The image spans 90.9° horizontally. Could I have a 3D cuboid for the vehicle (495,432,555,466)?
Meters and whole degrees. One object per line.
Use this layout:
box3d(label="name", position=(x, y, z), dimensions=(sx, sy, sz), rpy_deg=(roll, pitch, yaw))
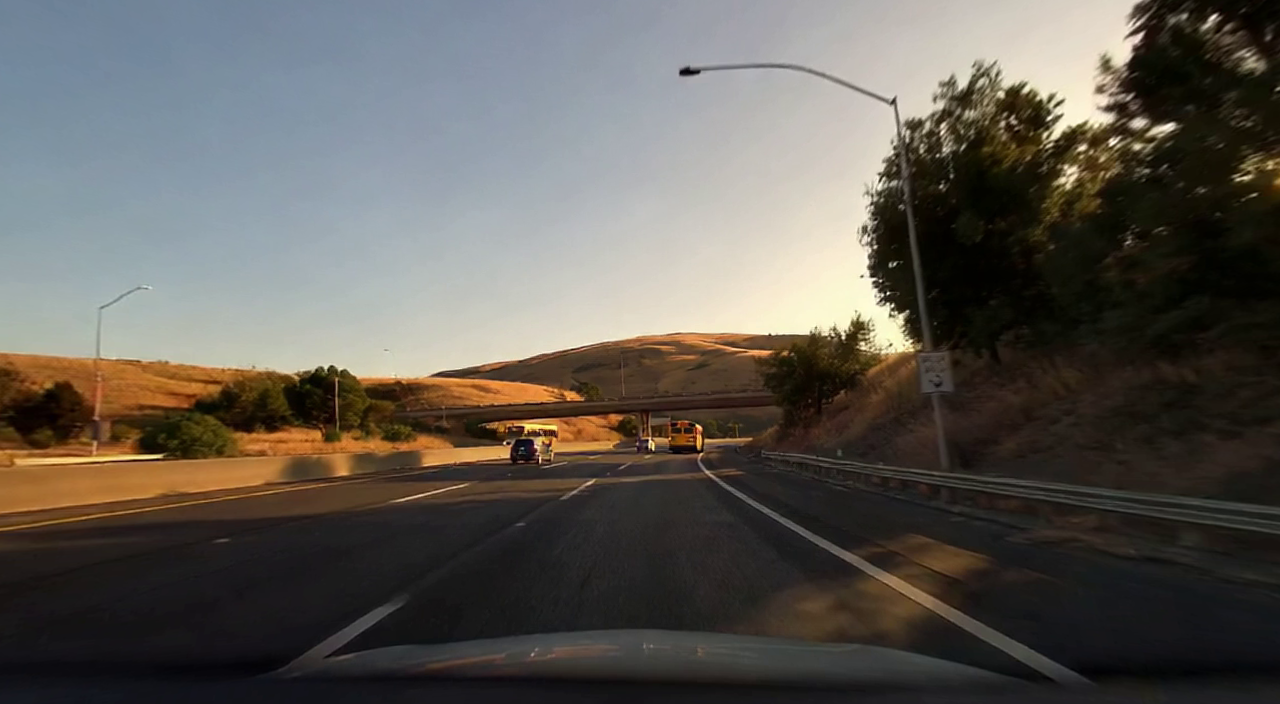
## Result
box3d(label="vehicle", position=(-6.192, 5.293, 34.548), dimensions=(2.106, 1.704, 4.637), rpy_deg=(-1, -8, 5))
